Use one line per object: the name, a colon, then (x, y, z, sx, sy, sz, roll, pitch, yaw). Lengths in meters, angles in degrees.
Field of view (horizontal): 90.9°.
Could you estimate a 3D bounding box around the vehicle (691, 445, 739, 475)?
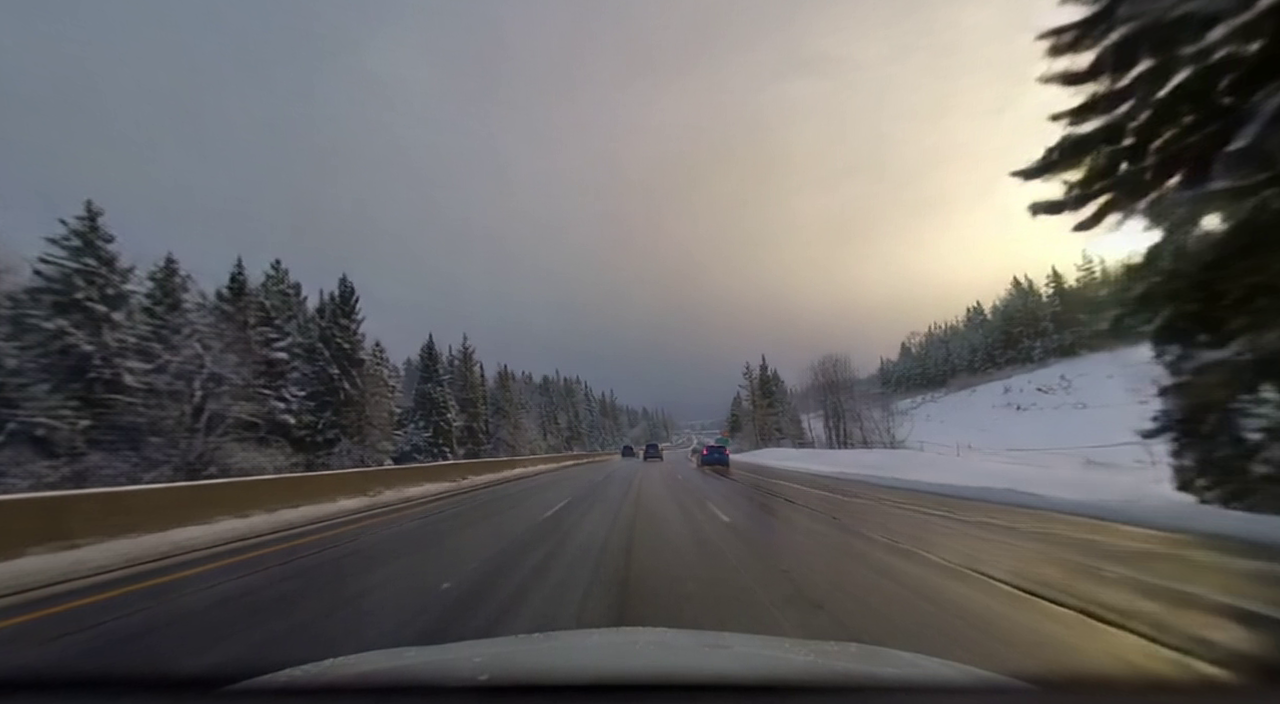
vehicle: (4.150, 6.069, 35.491, 2.175, 1.574, 3.943, 0, -9, 0)
